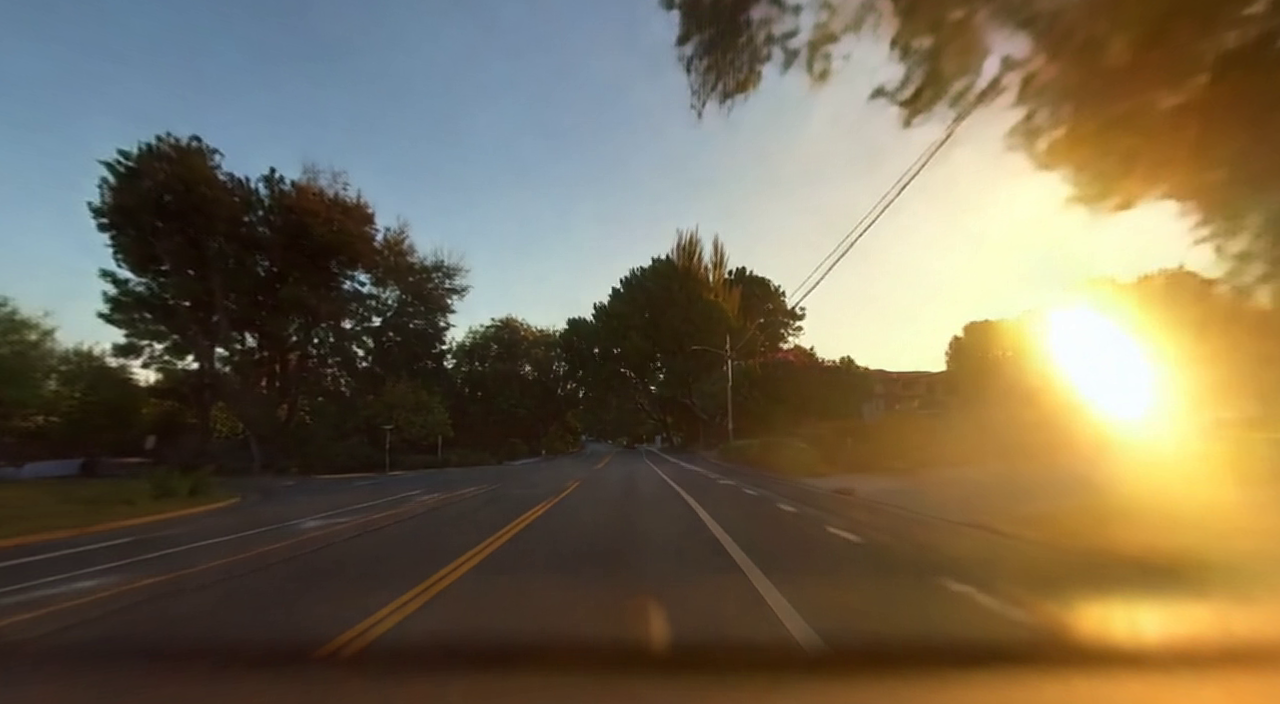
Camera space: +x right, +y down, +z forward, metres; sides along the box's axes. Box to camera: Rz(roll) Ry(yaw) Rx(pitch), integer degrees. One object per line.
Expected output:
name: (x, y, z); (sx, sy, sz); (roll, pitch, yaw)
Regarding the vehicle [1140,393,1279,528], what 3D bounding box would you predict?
vehicle: (11.301, 1.683, 10.236); (4.382, 1.963, 2.148); (-1, -7, 3)
